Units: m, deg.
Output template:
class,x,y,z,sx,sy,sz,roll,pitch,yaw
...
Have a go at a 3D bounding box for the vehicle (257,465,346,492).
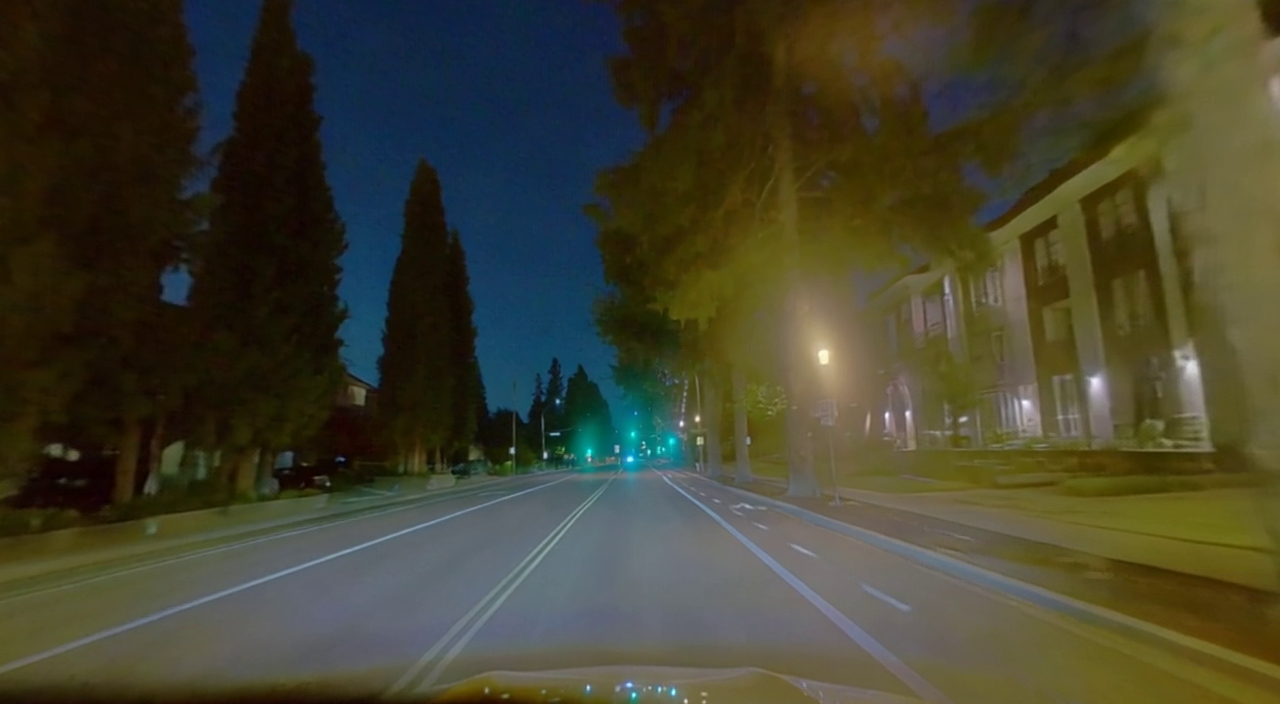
class,x,y,z,sx,sy,sz,roll,pitch,yaw
vehicle,-19.305,7.193,36.122,4.173,1.423,1.657,0,-9,3
